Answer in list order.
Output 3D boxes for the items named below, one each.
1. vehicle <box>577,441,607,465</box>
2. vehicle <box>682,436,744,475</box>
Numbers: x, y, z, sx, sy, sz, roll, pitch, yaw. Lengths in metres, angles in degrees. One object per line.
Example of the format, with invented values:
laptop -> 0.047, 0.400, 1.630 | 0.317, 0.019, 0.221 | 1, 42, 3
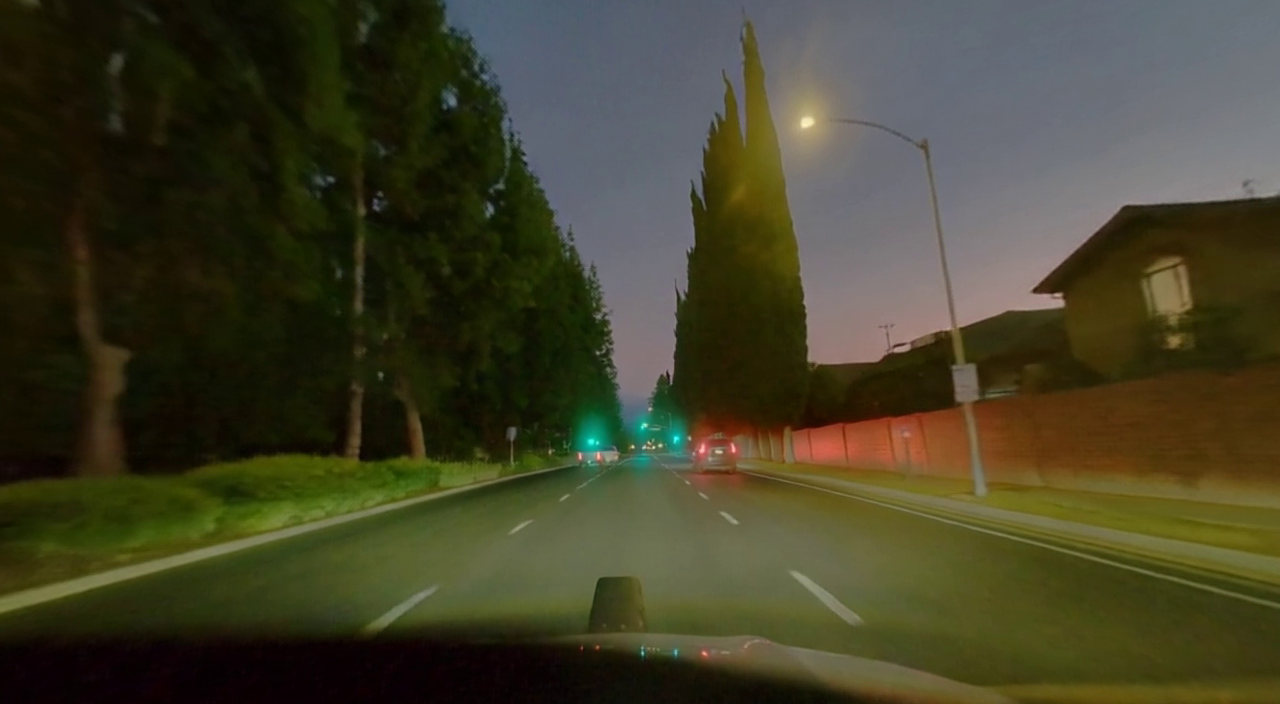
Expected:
vehicle -> -3.650, 7.815, 48.952 | 2.002, 1.747, 4.728 | 0, -8, 0
vehicle -> 3.421, 4.986, 30.633 | 2.321, 1.695, 5.037 | 0, -8, -1
